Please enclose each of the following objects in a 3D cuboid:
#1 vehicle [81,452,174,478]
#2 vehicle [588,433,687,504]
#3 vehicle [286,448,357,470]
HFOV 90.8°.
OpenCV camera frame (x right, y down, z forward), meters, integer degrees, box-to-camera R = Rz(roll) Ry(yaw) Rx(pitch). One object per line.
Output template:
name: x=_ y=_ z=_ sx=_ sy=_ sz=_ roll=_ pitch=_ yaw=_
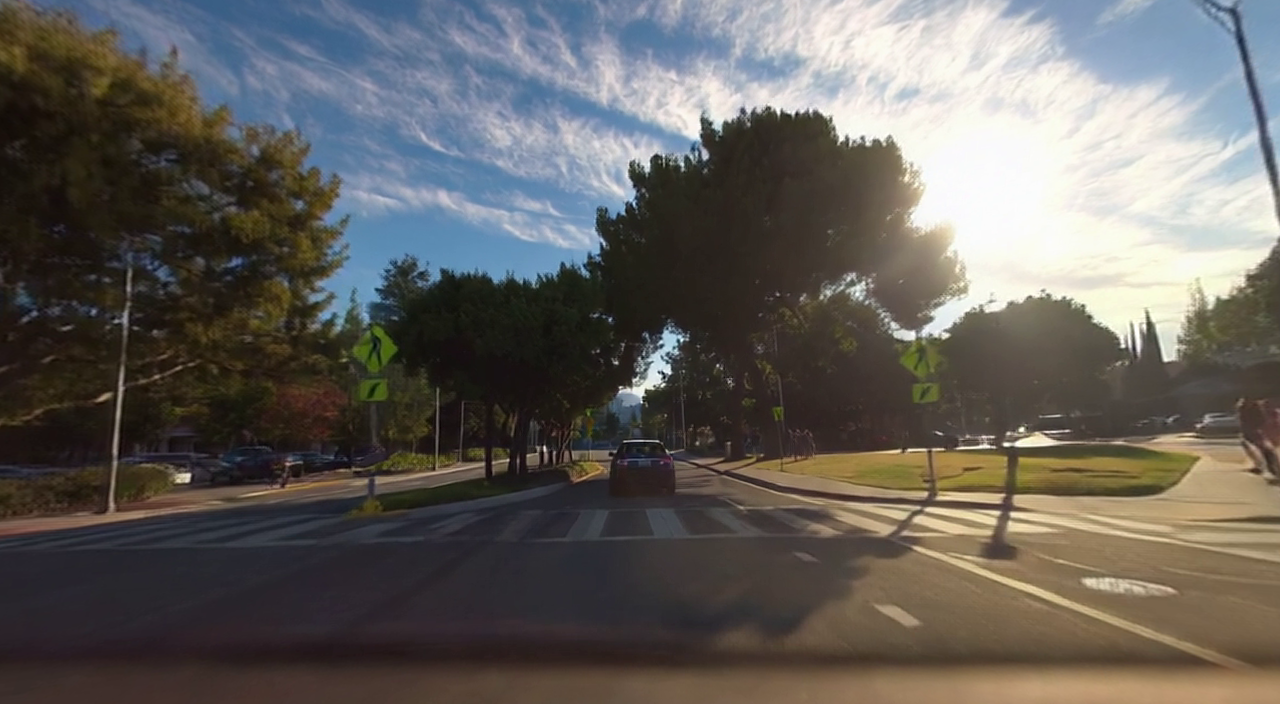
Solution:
vehicle: x=-35.597 y=7.848 z=43.988 sx=4.466 sy=1.619 sz=2.319 roll=-1 pitch=-8 yaw=-1
vehicle: x=-0.122 y=2.940 z=16.406 sx=2.221 sy=1.570 sz=4.398 roll=0 pitch=-8 yaw=-2
vehicle: x=-23.024 y=7.750 z=45.806 sx=4.038 sy=1.531 sz=2.015 roll=1 pitch=-9 yaw=-3
